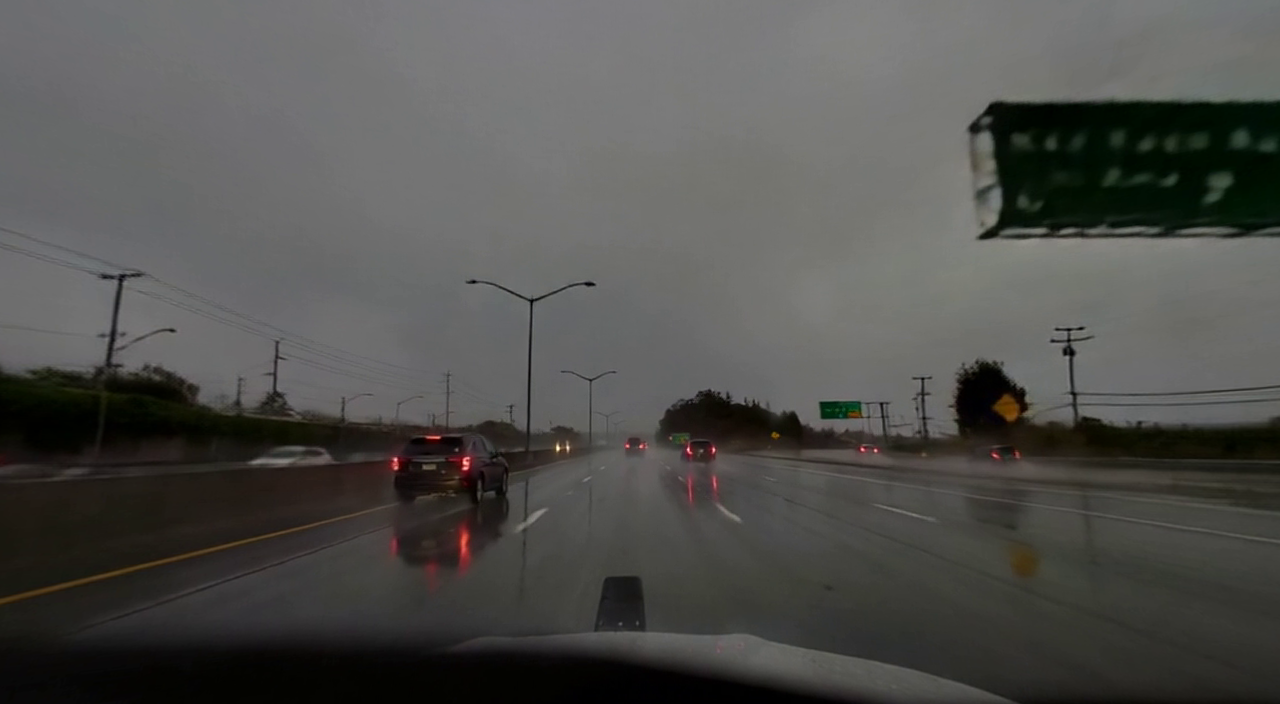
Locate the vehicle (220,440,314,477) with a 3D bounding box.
[{"bbox_3d":[-20.099,5.726,34.343,2.062,1.809,5.001,0,-8,-1],"label":"vehicle"}]

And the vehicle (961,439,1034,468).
[{"bbox_3d":[23.163,6.586,41.205,2.070,1.782,5.006,-1,-8,4],"label":"vehicle"}]

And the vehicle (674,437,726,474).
[{"bbox_3d":[2.833,4.962,30.612,1.997,1.638,4.281,0,-8,-1],"label":"vehicle"}]

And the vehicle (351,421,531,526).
[{"bbox_3d":[-3.653,2.321,12.662,2.099,1.682,4.590,0,-8,0],"label":"vehicle"}]
